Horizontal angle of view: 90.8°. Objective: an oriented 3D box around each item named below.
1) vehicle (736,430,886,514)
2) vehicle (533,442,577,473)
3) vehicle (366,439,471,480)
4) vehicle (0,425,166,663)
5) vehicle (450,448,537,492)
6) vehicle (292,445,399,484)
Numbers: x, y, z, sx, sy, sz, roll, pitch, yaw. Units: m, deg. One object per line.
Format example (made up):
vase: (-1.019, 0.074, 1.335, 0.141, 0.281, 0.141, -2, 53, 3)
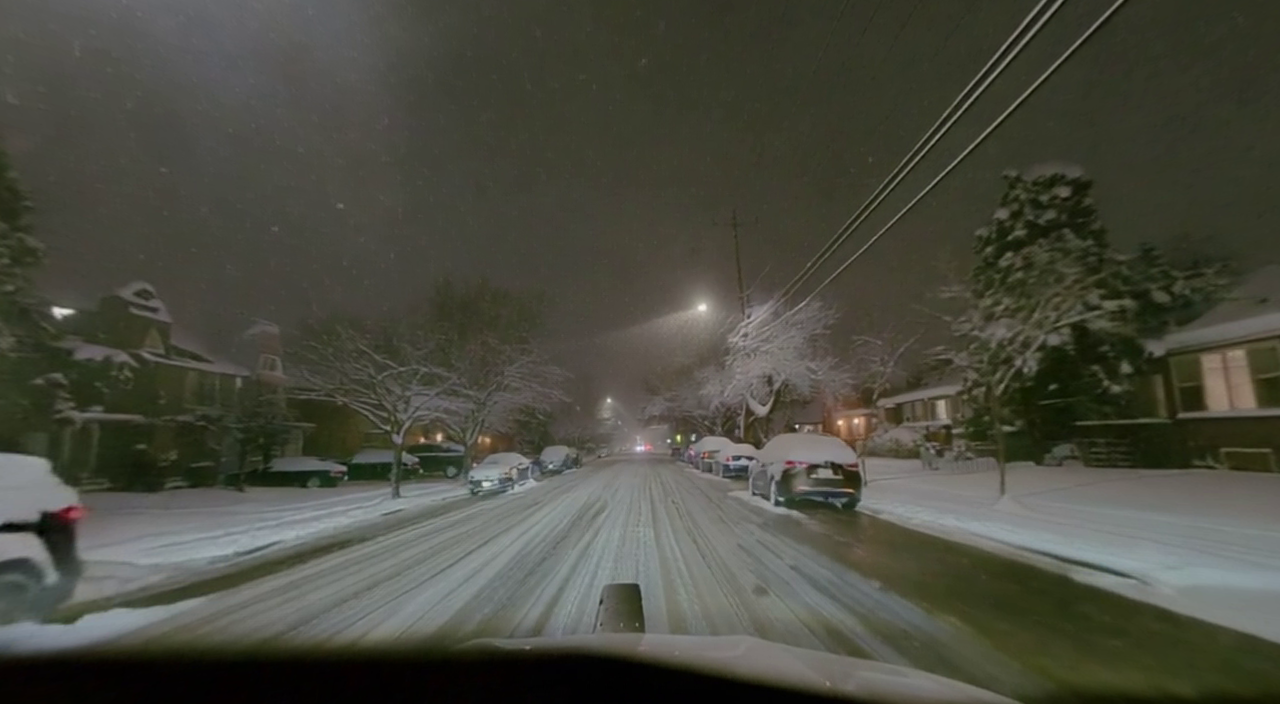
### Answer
vehicle: (3.786, 2.746, 15.037, 2.247, 1.618, 4.655, 2, -8, 0)
vehicle: (-5.573, 7.024, 41.915, 2.118, 1.753, 4.377, -5, -10, 1)
vehicle: (-12.531, 6.147, 36.066, 5.096, 2.213, 2.354, 1, -10, -3)
vehicle: (-5.803, 1.414, 4.164, 1.989, 1.756, 4.378, -4, -9, 0)
vehicle: (-5.667, 4.618, 25.066, 2.199, 1.439, 4.757, -3, -9, 2)
vehicle: (-15.651, 5.966, 33.722, 4.747, 1.899, 2.181, -2, -7, 13)
